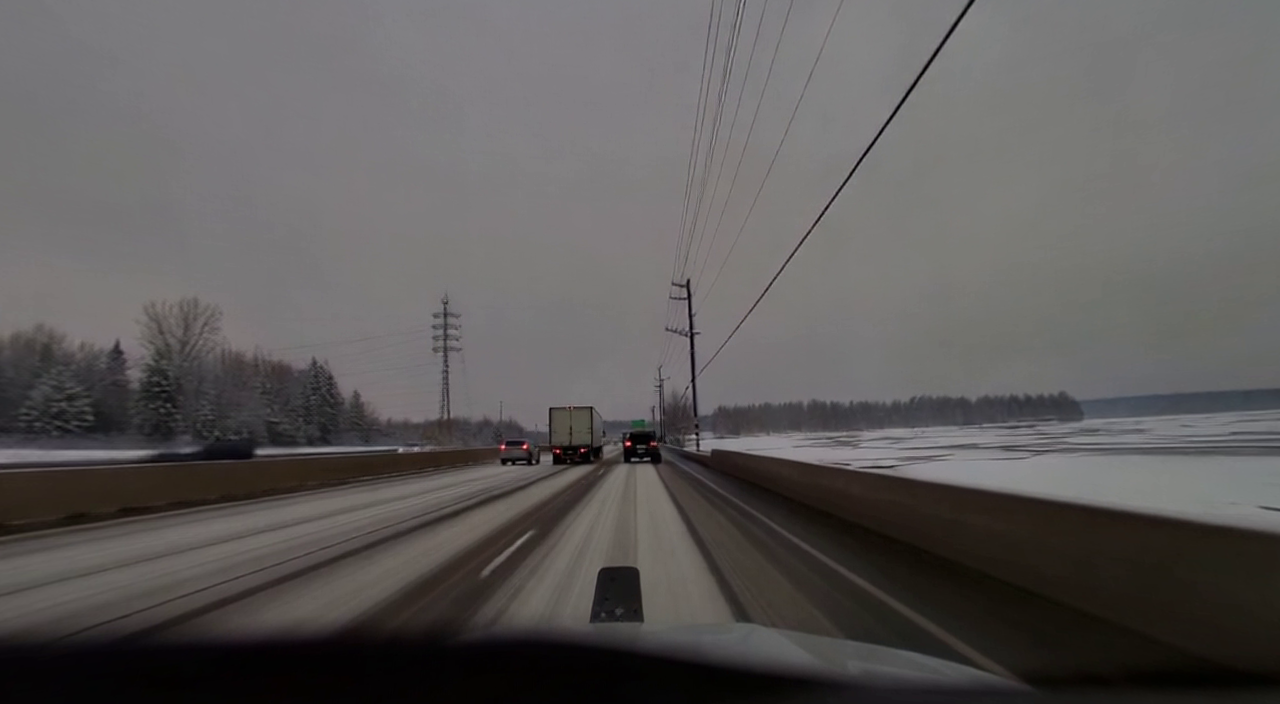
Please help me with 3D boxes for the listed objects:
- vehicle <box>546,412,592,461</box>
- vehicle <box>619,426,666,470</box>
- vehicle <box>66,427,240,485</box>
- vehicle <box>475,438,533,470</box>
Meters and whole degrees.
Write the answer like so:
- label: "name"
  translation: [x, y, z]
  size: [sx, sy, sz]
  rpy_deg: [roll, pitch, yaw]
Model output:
- label: "vehicle"
  translation: [-3.742, 4.543, 33.855]
  size: [2.178, 2.522, 2.054]
  rpy_deg: [0, -9, 1]
- label: "vehicle"
  translation: [0.138, 5.088, 33.601]
  size: [2.358, 2.144, 4.713]
  rpy_deg: [0, -8, 0]
- label: "vehicle"
  translation: [-16.297, 3.512, 21.566]
  size: [1.972, 1.723, 4.983]
  rpy_deg: [0, -8, 0]
- label: "vehicle"
  translation: [-7.129, 5.415, 33.647]
  size: [2.004, 1.545, 4.513]
  rpy_deg: [0, -8, 1]
